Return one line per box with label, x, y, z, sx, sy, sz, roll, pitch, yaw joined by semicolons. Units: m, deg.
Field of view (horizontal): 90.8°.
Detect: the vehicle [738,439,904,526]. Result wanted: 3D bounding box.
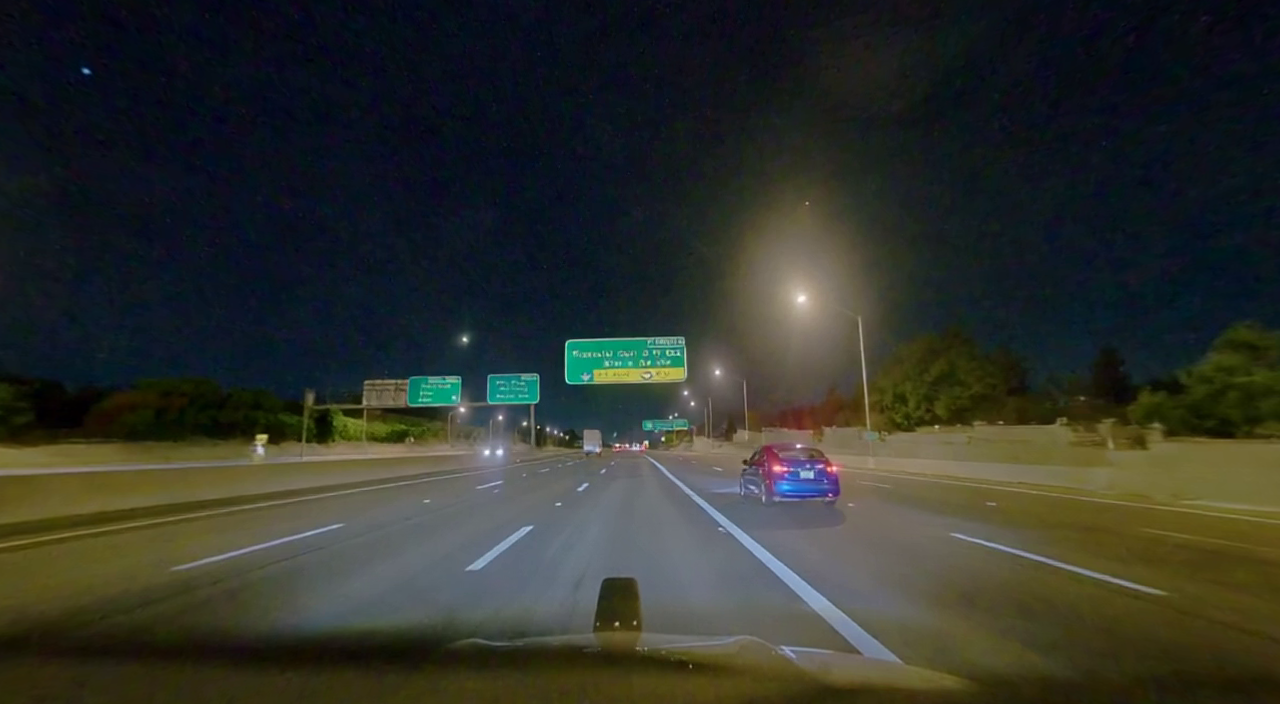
vehicle;3.491;2.603;13.290;1.989;1.479;4.670;0;-9;-2
